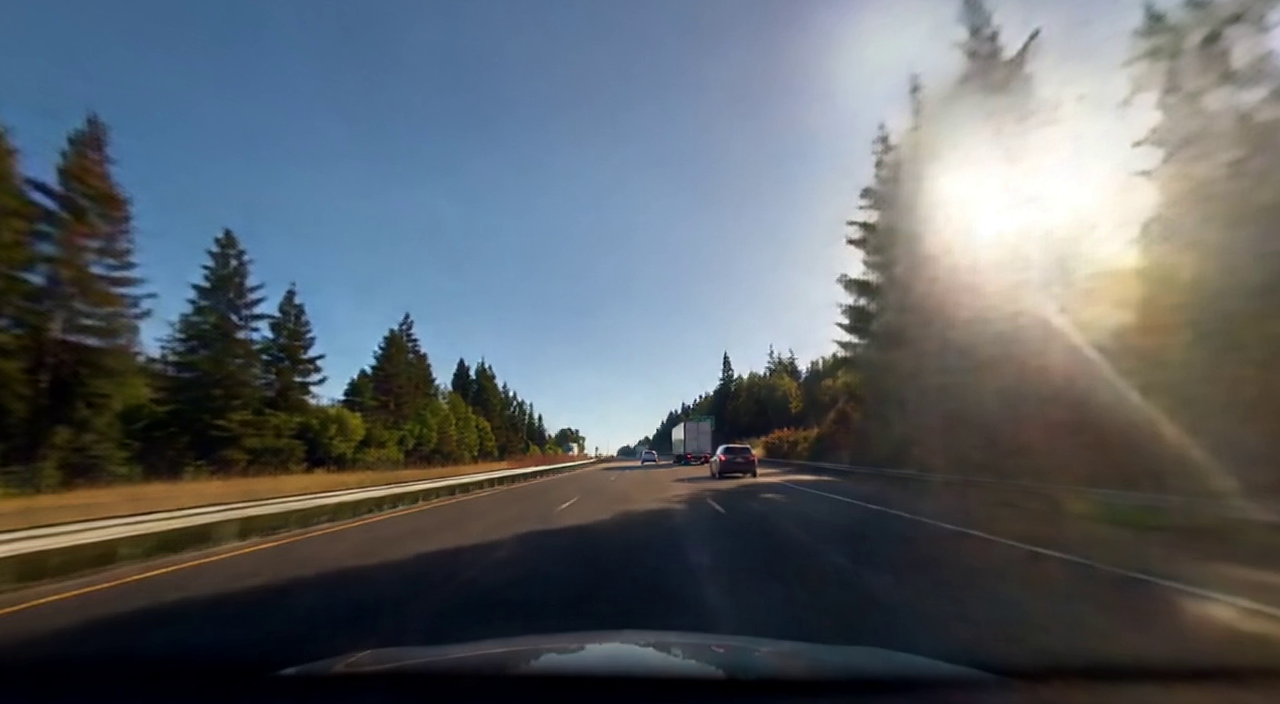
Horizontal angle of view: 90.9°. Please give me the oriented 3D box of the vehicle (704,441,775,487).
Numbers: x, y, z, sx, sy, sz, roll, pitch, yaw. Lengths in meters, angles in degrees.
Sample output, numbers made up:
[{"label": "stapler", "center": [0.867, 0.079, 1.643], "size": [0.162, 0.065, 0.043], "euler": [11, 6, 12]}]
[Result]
[{"label": "vehicle", "center": [3.831, 4.403, 25.068], "size": [2.096, 1.653, 4.185], "euler": [0, -9, 0]}]
